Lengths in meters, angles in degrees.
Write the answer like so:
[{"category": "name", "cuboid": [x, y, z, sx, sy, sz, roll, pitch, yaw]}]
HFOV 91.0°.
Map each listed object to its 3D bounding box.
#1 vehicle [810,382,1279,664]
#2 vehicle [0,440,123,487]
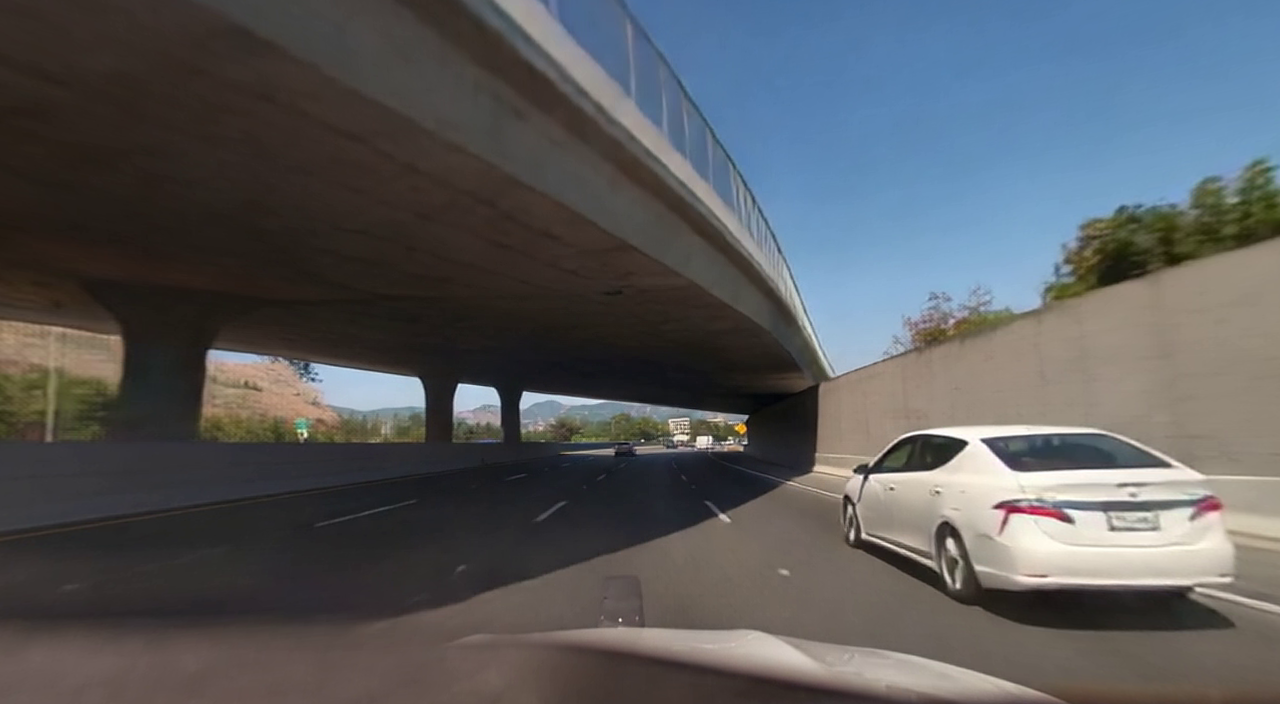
[{"category": "vehicle", "cuboid": [3.318, 1.357, 6.064, 2.090, 1.715, 4.228, 0, -8, -1]}, {"category": "vehicle", "cuboid": [-19.400, 3.633, 20.845, 1.536, 1.392, 3.513, 0, -8, 0]}]
